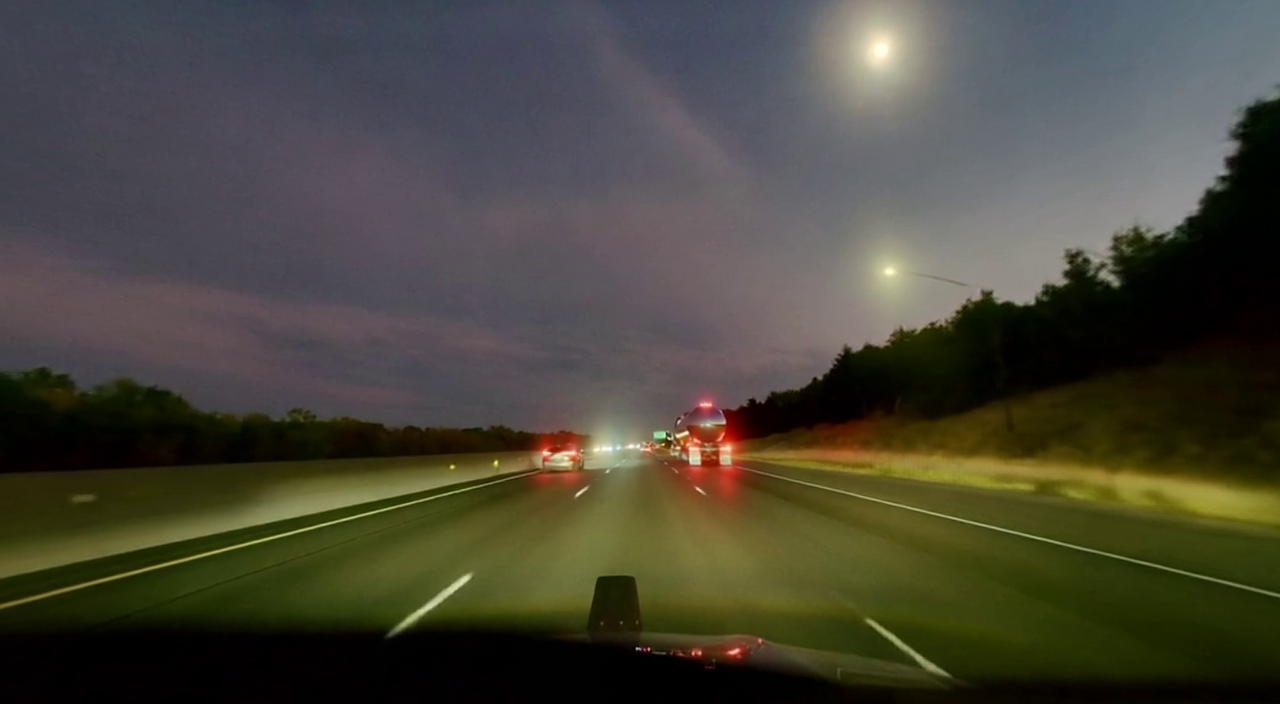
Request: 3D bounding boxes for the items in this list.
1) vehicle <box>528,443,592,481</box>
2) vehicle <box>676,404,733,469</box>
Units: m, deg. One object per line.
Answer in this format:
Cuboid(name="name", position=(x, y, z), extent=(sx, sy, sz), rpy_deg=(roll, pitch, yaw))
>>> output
Cuboid(name="vehicle", position=(-3.263, 4.594, 26.655), extent=(1.986, 1.458, 4.506), rpy_deg=(0, -9, 1))
Cuboid(name="vehicle", position=(4.047, 5.659, 41.717), extent=(2.759, 3.734, 9.708), rpy_deg=(0, -9, 0))
